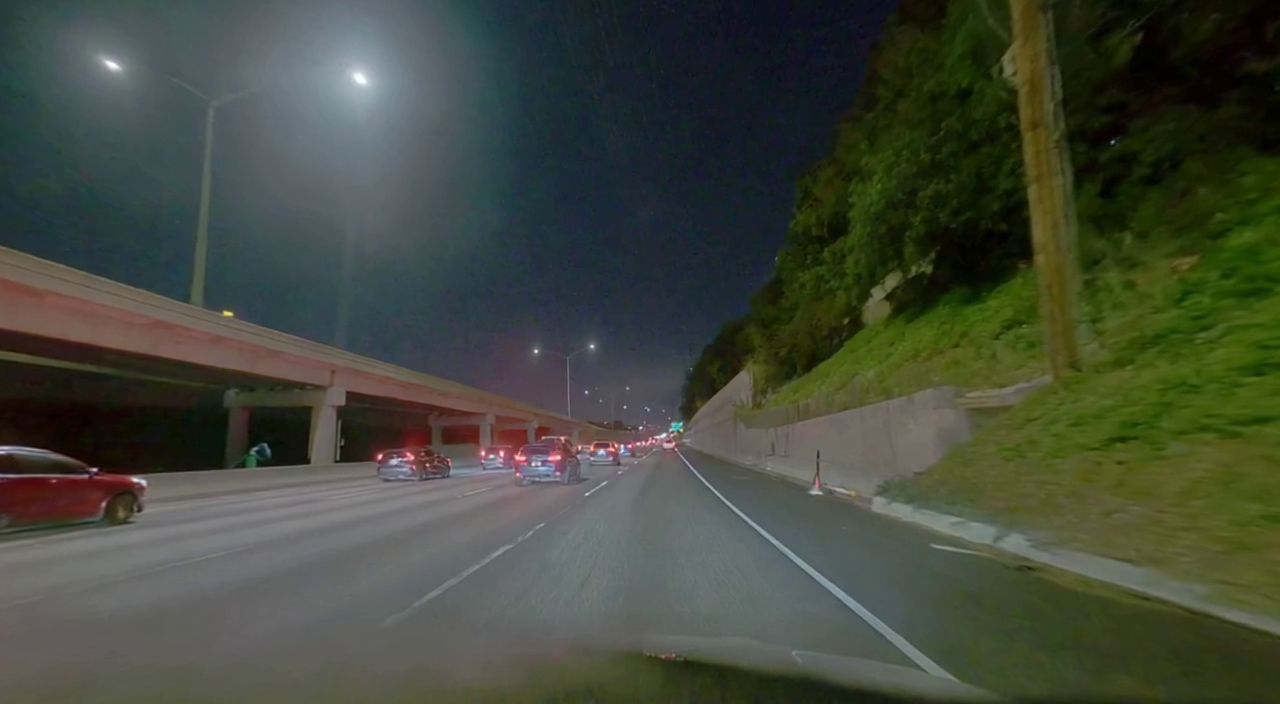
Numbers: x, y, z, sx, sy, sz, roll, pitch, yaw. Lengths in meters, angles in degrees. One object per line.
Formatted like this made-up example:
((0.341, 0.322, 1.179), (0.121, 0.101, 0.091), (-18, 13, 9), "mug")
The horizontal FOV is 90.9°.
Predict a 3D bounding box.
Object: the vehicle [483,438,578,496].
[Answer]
((-3.117, 3.363, 18.879), (1.939, 1.511, 4.246), (0, -8, 2), "vehicle")

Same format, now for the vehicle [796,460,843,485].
((11.952, 8.050, 42.175), (1.916, 1.465, 3.951), (0, -8, -1), "vehicle")

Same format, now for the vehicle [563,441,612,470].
((-2.752, 5.522, 33.954), (2.056, 1.449, 4.330), (0, -8, 2), "vehicle")

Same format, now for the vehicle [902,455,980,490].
((14.980, 5.982, 31.602), (1.853, 1.586, 3.727), (1, -8, -4), "vehicle")

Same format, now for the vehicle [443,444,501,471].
((-10.183, 6.424, 38.705), (1.978, 1.498, 4.940), (0, -8, 3), "vehicle")

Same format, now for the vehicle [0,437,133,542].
((-10.532, 2.068, 9.520), (1.958, 1.538, 4.511), (0, -8, 1), "vehicle")

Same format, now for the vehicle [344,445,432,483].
((-10.621, 4.719, 26.888), (1.981, 1.484, 3.827), (0, -8, 3), "vehicle")

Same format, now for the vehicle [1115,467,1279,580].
((10.788, 2.822, 10.573), (1.962, 1.584, 4.807), (0, -8, 1), "vehicle")
